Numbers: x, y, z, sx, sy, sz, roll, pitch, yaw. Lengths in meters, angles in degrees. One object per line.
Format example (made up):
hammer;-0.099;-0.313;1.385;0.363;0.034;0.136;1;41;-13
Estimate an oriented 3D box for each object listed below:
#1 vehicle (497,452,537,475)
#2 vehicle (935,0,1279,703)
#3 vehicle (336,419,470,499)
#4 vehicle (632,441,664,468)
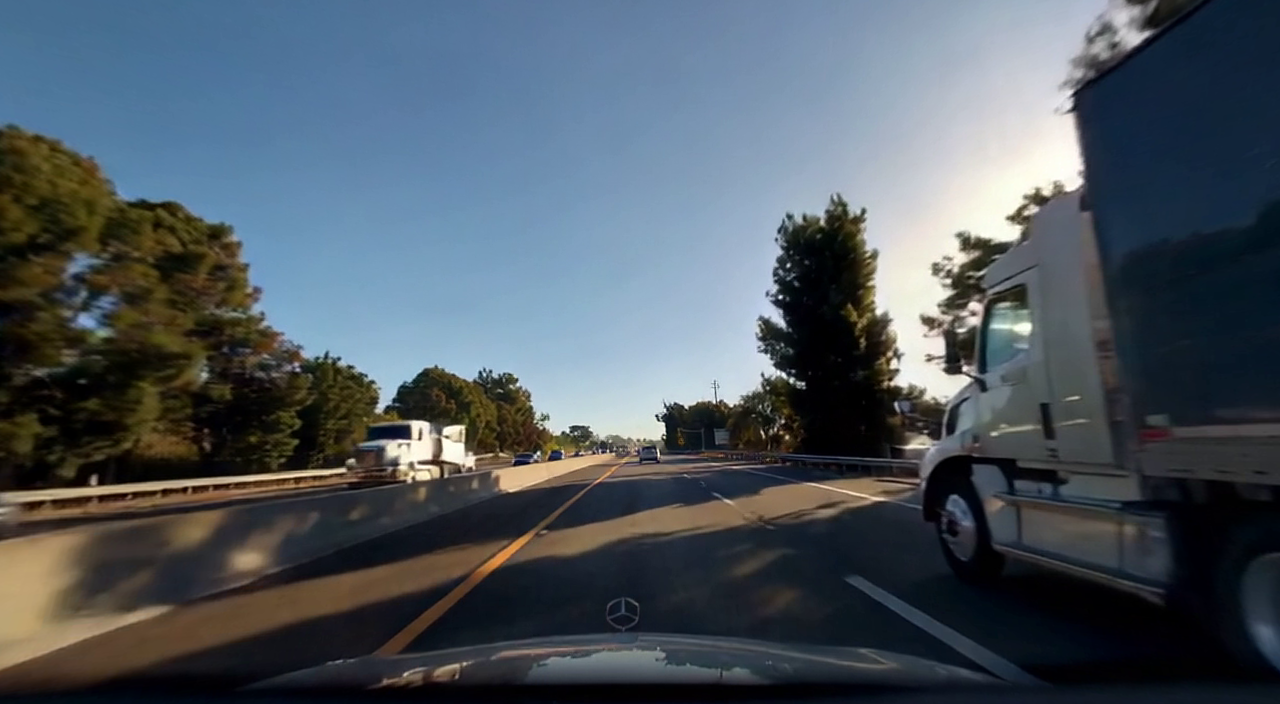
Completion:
vehicle;-8.459;7.698;43.388;1.911;1.493;4.149;0;-9;1
vehicle;4.666;-0.302;3.047;2.961;3.994;6.537;-1;-9;-1
vehicle;-9.000;4.189;24.883;2.380;2.679;7.252;0;-9;1
vehicle;0.543;7.077;43.392;2.098;1.692;4.038;0;-9;0
